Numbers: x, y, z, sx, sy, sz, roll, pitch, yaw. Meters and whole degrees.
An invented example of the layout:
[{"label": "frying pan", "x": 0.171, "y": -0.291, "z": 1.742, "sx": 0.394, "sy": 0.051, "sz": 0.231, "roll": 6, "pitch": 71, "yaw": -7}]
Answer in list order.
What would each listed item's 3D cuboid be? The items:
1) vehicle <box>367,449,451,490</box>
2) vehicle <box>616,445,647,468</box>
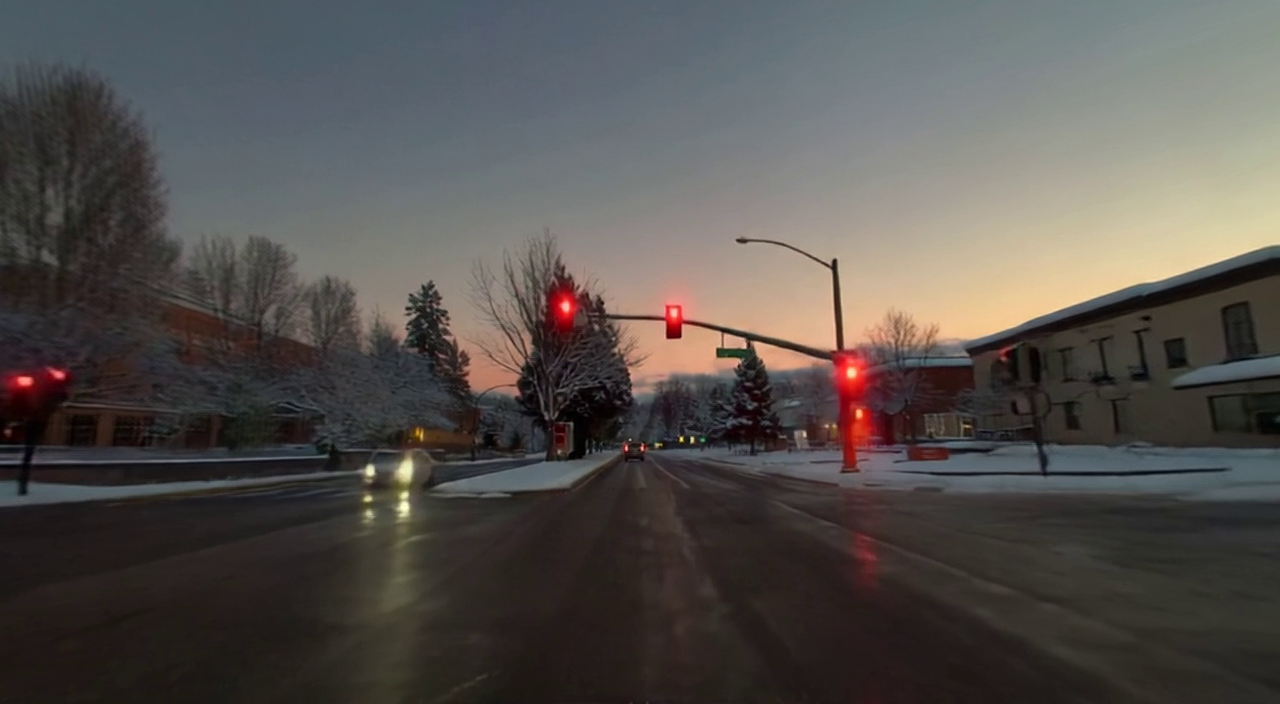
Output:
[{"label": "vehicle", "x": -9.046, "y": 4.599, "z": 25.132, "sx": 1.777, "sy": 1.438, "sz": 4.190, "roll": 0, "pitch": -9, "yaw": 0}, {"label": "vehicle", "x": -0.651, "y": 7.200, "z": 43.796, "sx": 2.045, "sy": 1.510, "sz": 3.690, "roll": 0, "pitch": -9, "yaw": -2}]
